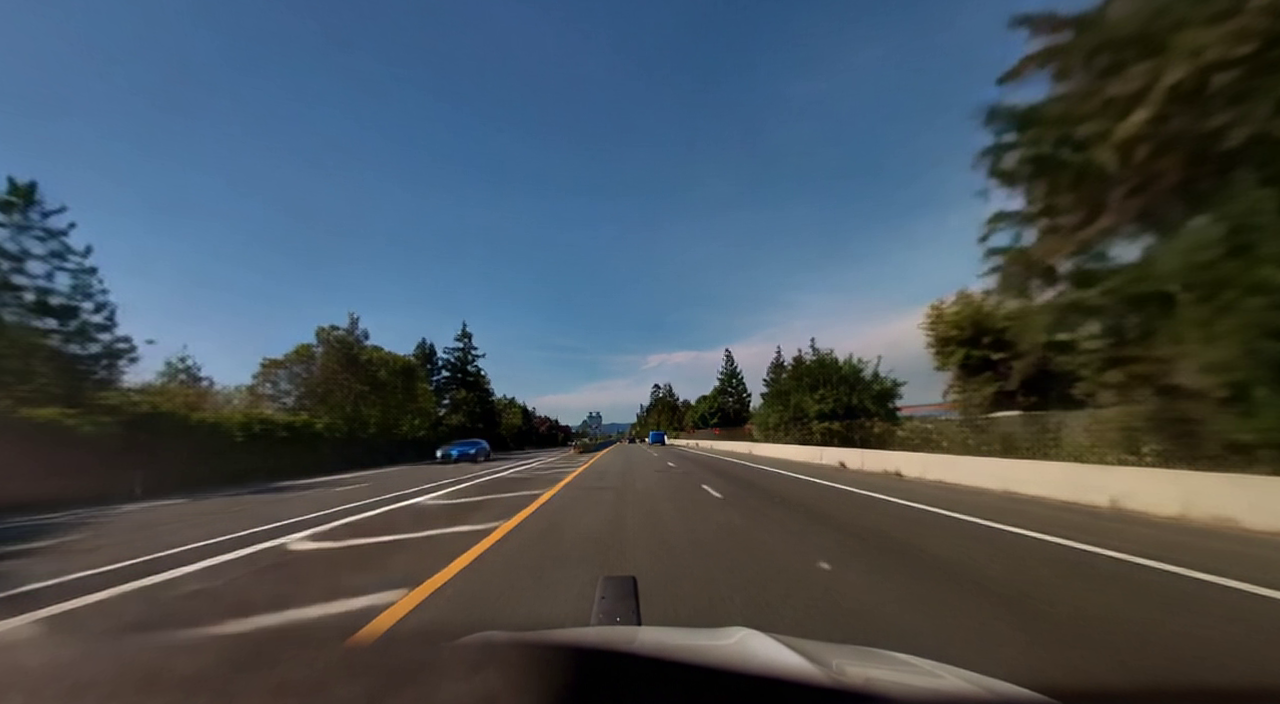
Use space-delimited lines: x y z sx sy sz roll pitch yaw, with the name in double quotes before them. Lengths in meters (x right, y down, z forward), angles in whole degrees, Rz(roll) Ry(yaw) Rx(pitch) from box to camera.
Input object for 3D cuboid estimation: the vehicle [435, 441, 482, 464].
"vehicle" -12.507 6.897 43.675 1.946 1.467 4.602 0 -8 -1
